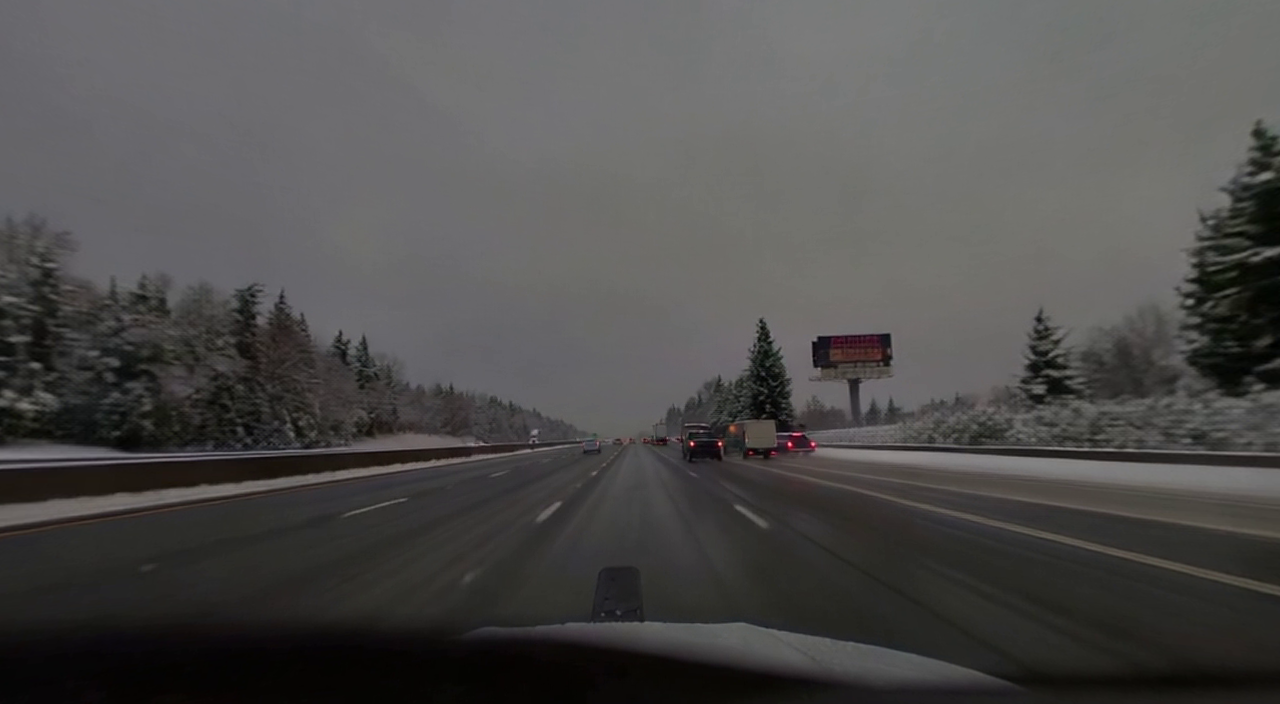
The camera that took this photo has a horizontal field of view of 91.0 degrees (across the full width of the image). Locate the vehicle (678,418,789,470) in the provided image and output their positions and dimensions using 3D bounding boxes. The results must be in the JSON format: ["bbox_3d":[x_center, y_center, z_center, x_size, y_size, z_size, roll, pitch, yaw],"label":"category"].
[{"bbox_3d":[4.042,4.589,31.365,3.042,2.004,14.051,0,-8,-2],"label":"vehicle"}]

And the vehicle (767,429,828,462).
[{"bbox_3d":[9.797,5.897,39.653,2.184,1.873,5.466,0,-8,-3],"label":"vehicle"}]

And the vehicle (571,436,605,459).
[{"bbox_3d":[-3.611,6.718,44.347,2.066,1.500,4.415,0,-8,0],"label":"vehicle"}]
